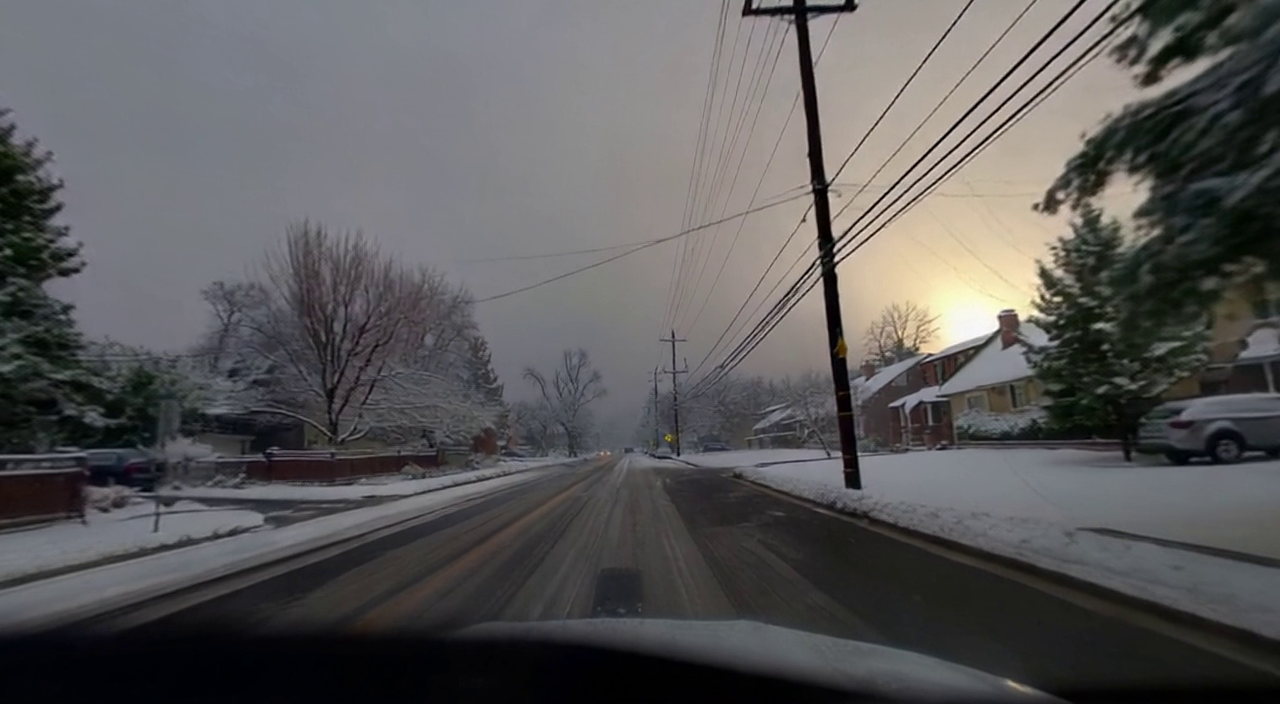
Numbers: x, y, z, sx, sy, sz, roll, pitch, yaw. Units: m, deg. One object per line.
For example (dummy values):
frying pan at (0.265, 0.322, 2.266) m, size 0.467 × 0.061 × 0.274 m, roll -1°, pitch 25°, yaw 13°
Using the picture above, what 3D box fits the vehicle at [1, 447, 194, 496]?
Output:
vehicle at (-17.591, 3.833, 20.677) m, size 4.519 × 1.426 × 1.903 m, roll 8°, pitch -12°, yaw -43°

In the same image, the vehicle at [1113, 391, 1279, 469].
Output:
vehicle at (14.628, 1.929, 15.446) m, size 4.672 × 1.732 × 2.020 m, roll 1°, pitch -9°, yaw -7°
